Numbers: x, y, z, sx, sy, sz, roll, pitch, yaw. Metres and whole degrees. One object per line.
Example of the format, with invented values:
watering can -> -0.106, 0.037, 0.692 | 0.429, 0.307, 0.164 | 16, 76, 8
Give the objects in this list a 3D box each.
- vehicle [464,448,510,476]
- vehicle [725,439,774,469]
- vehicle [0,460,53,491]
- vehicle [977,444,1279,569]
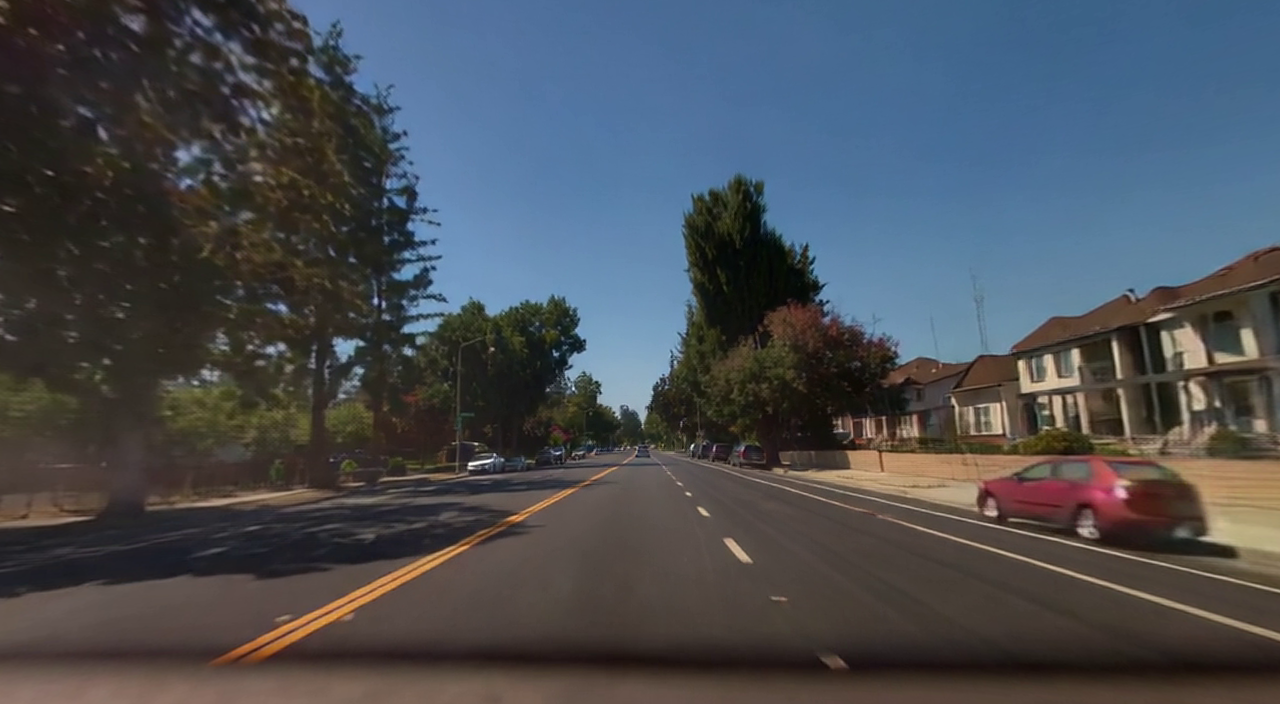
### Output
vehicle -> -10.621, 7.637, 44.028 | 1.996, 1.781, 4.139 | -3, -9, 2
vehicle -> 7.552, 7.094, 44.274 | 2.224, 1.956, 6.057 | 0, -8, -1
vehicle -> -32.967, 6.361, 32.541 | 1.736, 1.437, 3.766 | 0, -8, 1
vehicle -> 7.138, 2.110, 9.488 | 1.854, 1.425, 4.316 | -1, -8, 1
